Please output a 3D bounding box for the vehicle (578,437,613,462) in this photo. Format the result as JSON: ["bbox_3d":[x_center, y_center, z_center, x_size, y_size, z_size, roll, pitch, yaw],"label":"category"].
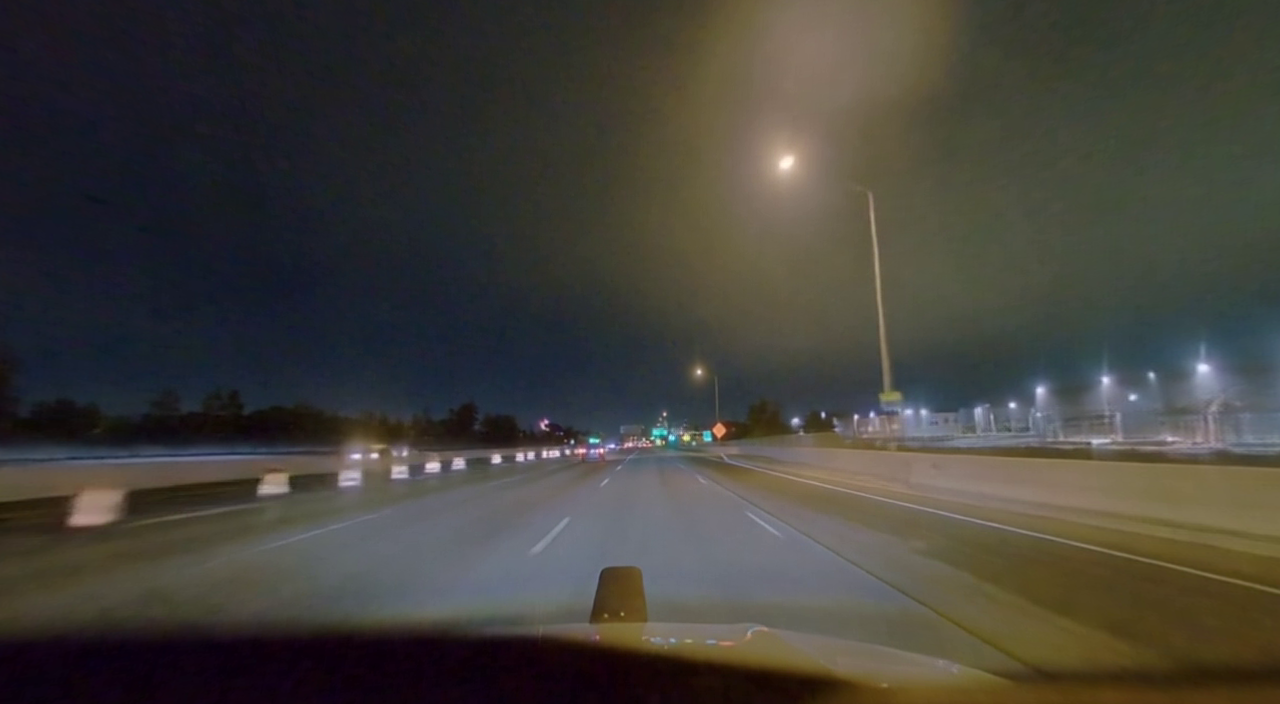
[{"bbox_3d":[-3.042,6.779,43.667,2.078,1.629,4.059,0,-8,1],"label":"vehicle"}]
